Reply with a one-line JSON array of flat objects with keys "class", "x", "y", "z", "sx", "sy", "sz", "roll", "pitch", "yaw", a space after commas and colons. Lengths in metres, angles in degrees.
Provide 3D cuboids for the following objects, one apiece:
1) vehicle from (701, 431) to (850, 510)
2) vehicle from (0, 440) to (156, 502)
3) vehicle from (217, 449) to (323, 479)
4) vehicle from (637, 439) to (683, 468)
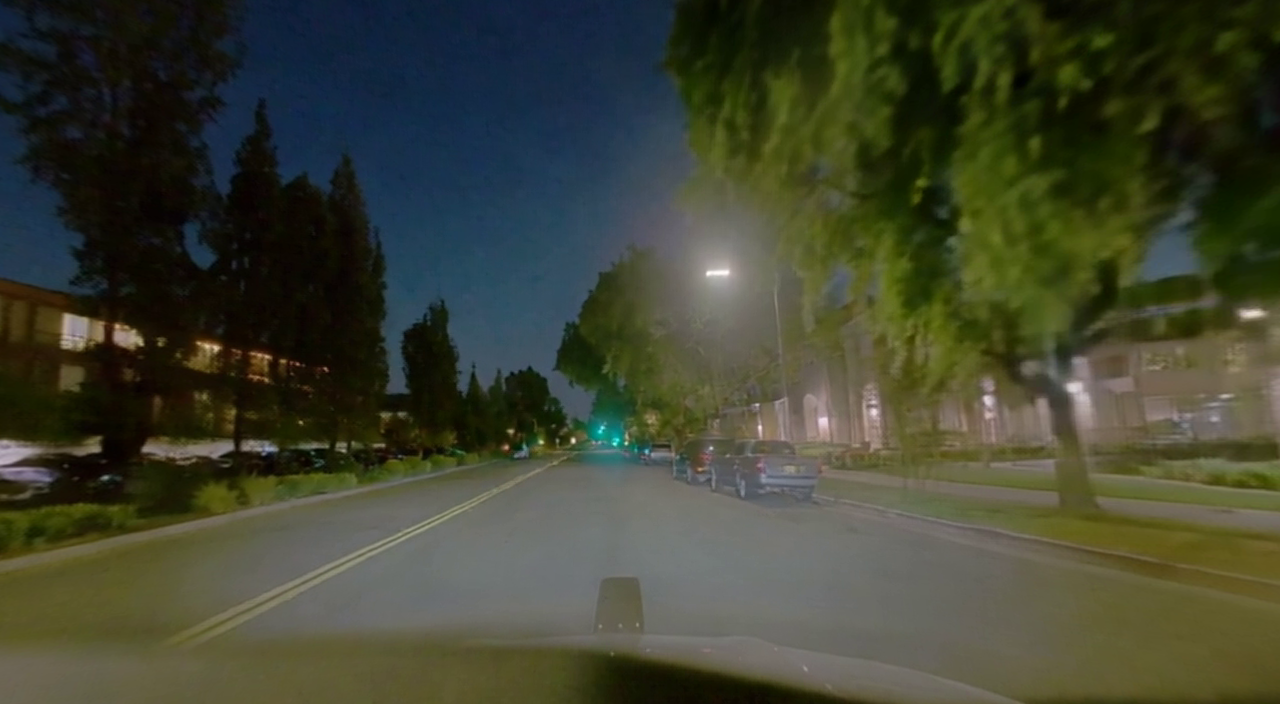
[{"class": "vehicle", "x": 2.971, "y": 2.729, "z": 15.161, "sx": 1.933, "sy": 1.528, "sz": 5.006, "roll": 0, "pitch": -8, "yaw": -7}, {"class": "vehicle", "x": -16.980, "y": 3.421, "z": 18.448, "sx": 4.444, "sy": 1.647, "sz": 2.117, "roll": -3, "pitch": -9, "yaw": 15}, {"class": "vehicle", "x": -18.946, "y": 5.723, "z": 32.416, "sx": 4.491, "sy": 1.455, "sz": 1.959, "roll": -3, "pitch": -9, "yaw": 13}, {"class": "vehicle", "x": 1.064, "y": 5.857, "z": 36.721, "sx": 1.952, "sy": 1.538, "sz": 5.215, "roll": 0, "pitch": -8, "yaw": -6}]
